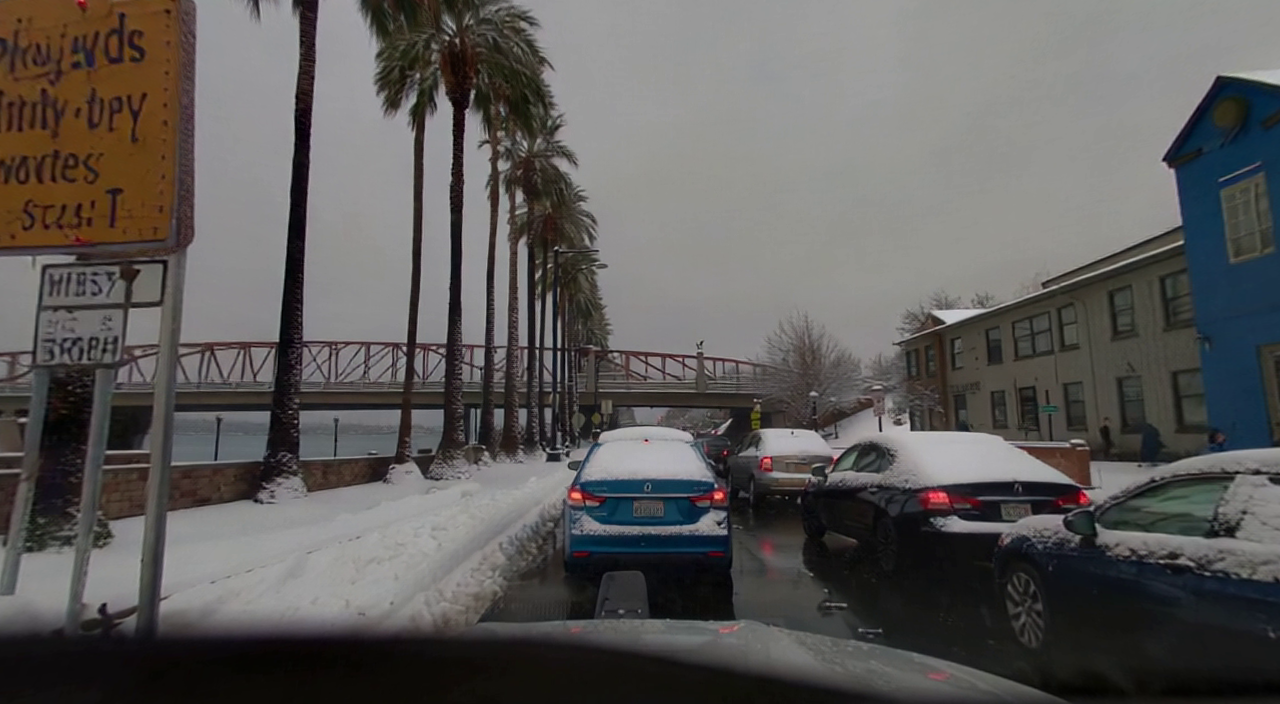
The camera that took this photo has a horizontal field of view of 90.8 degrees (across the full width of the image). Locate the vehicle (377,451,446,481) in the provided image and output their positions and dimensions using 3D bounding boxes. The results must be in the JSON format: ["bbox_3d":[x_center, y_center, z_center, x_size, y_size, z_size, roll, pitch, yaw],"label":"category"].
[{"bbox_3d":[-14.948,7.472,41.681,2.104,1.802,4.852,-2,-9,9],"label":"vehicle"}]

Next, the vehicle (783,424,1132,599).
[{"bbox_3d":[3.262,1.715,7.736,1.920,1.490,4.417,0,-9,-1],"label":"vehicle"}]

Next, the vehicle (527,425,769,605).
[{"bbox_3d":[0.063,1.671,7.276,2.048,1.503,3.681,0,-9,0],"label":"vehicle"}]
